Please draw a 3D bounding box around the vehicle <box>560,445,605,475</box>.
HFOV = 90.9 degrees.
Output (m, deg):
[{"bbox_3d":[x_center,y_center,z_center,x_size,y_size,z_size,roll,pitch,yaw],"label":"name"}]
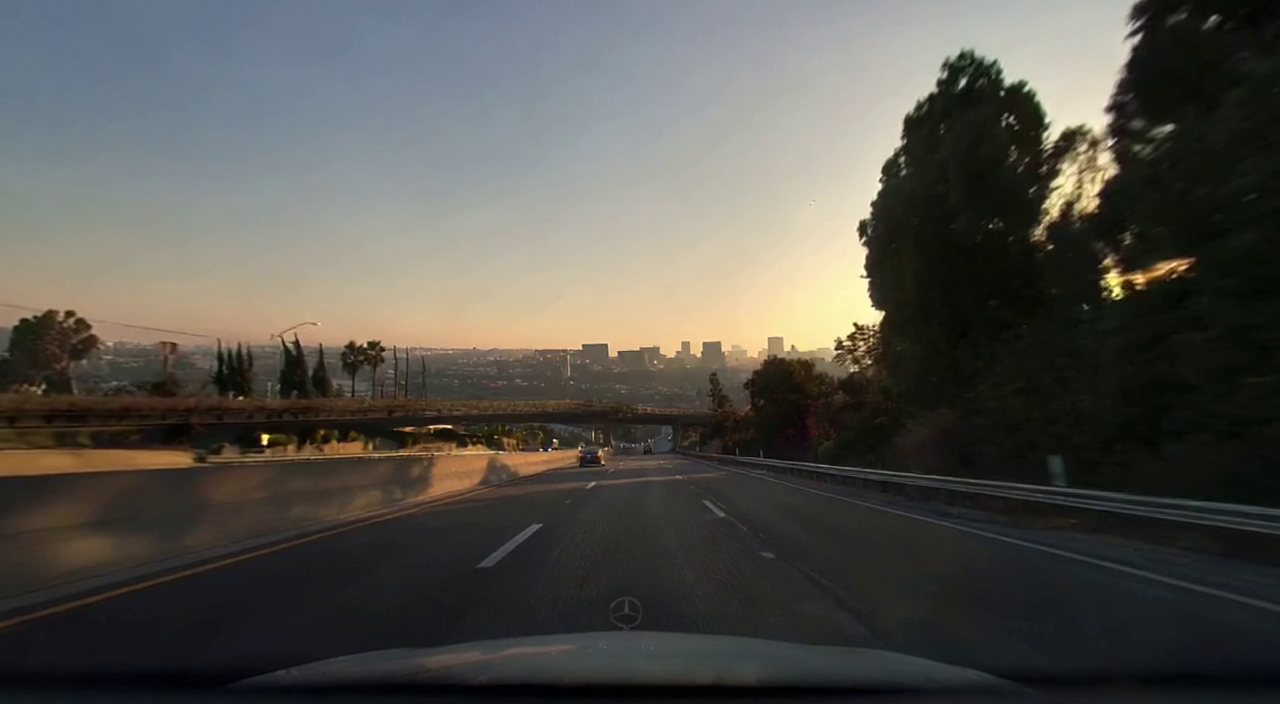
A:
[{"bbox_3d":[-3.003,5.774,33.915,1.991,1.473,4.707,0,-9,0],"label":"vehicle"}]
